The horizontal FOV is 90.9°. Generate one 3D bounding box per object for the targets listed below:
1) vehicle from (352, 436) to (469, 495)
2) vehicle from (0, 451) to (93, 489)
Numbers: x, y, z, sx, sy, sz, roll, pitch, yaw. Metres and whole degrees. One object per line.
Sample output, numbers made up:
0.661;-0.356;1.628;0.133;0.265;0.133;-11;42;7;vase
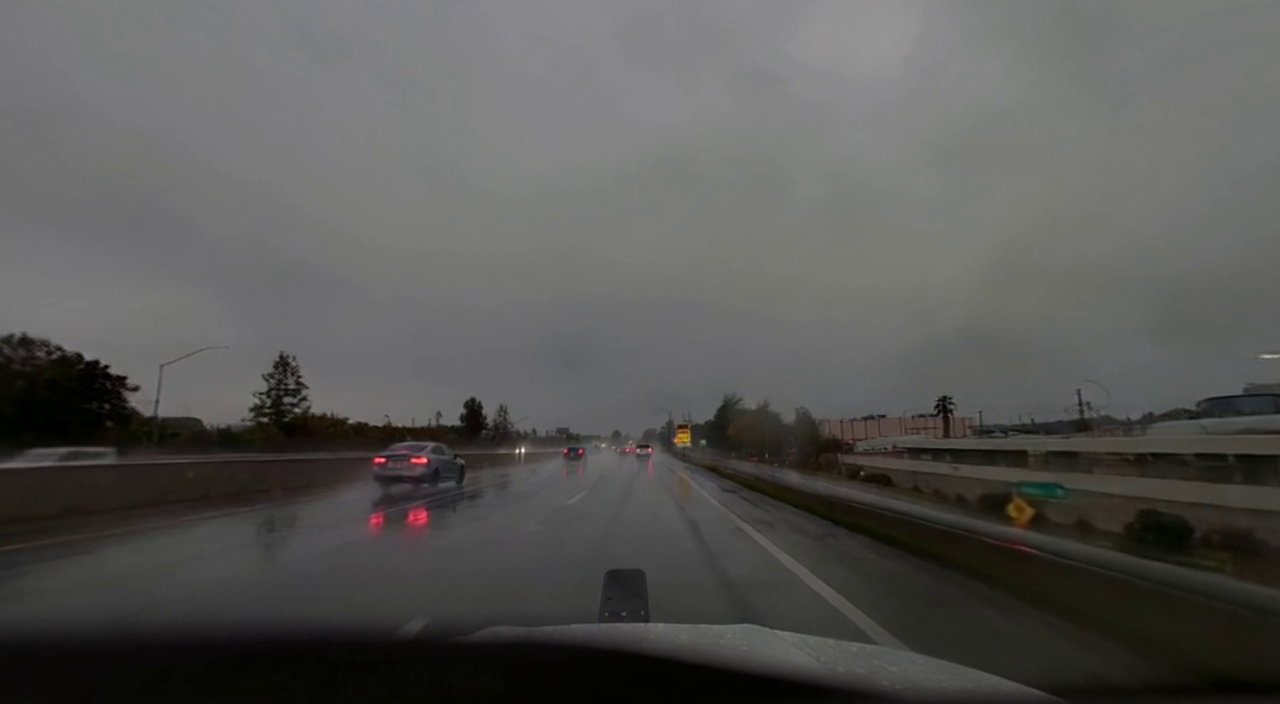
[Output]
-7.250;3.627;20.502;2.088;1.678;4.426;0;-8;1;vehicle
-28.650;5.450;29.475;1.968;1.600;4.581;0;-8;0;vehicle
